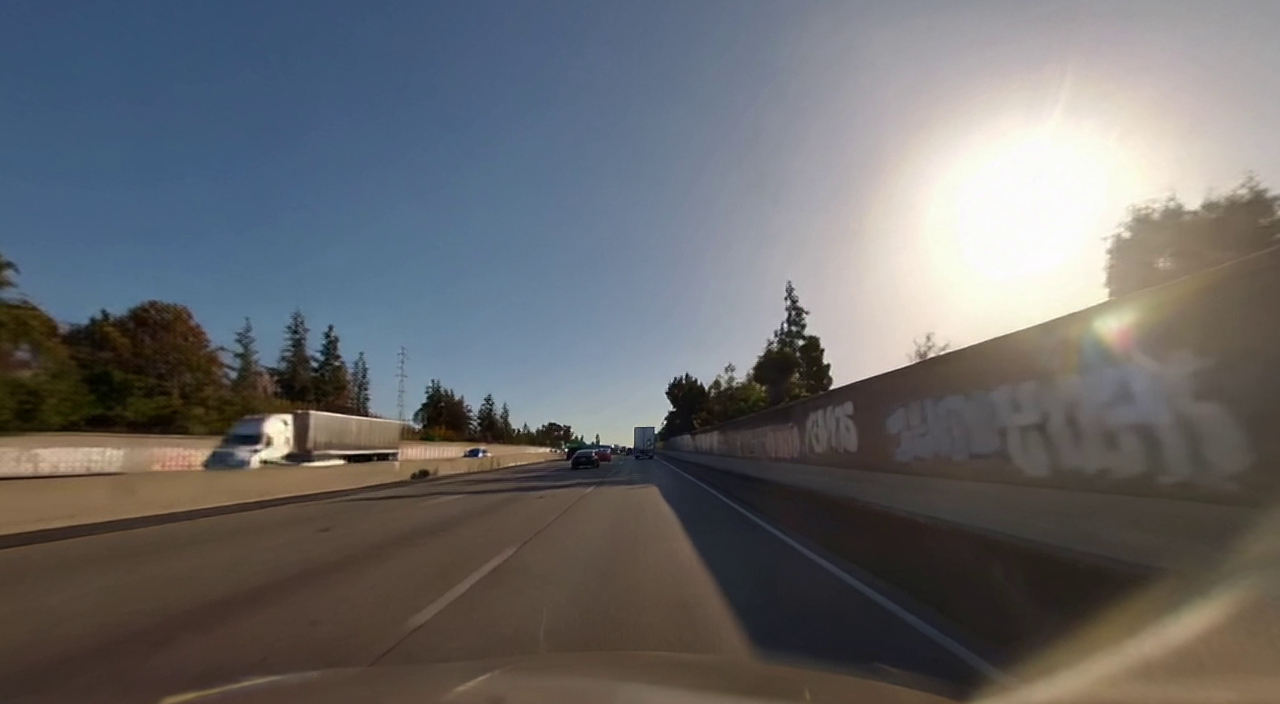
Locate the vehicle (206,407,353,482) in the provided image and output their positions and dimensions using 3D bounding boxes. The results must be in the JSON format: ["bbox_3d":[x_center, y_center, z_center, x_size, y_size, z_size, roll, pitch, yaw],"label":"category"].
[{"bbox_3d":[-21.945,5.823,39.408,2.873,4.027,10.474,0,-9,0],"label":"vehicle"}]

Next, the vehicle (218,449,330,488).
[{"bbox_3d":[-15.037,4.784,26.231,1.917,1.491,4.429,0,-9,1],"label":"vehicle"}]

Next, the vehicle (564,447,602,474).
[{"bbox_3d":[-3.263,6.345,37.021,1.803,1.466,4.509,0,-9,0],"label":"vehicle"}]

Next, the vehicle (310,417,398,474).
[{"bbox_3d":[-21.920,7.298,48.940,2.850,4.006,8.213,0,-9,0],"label":"vehicle"}]
